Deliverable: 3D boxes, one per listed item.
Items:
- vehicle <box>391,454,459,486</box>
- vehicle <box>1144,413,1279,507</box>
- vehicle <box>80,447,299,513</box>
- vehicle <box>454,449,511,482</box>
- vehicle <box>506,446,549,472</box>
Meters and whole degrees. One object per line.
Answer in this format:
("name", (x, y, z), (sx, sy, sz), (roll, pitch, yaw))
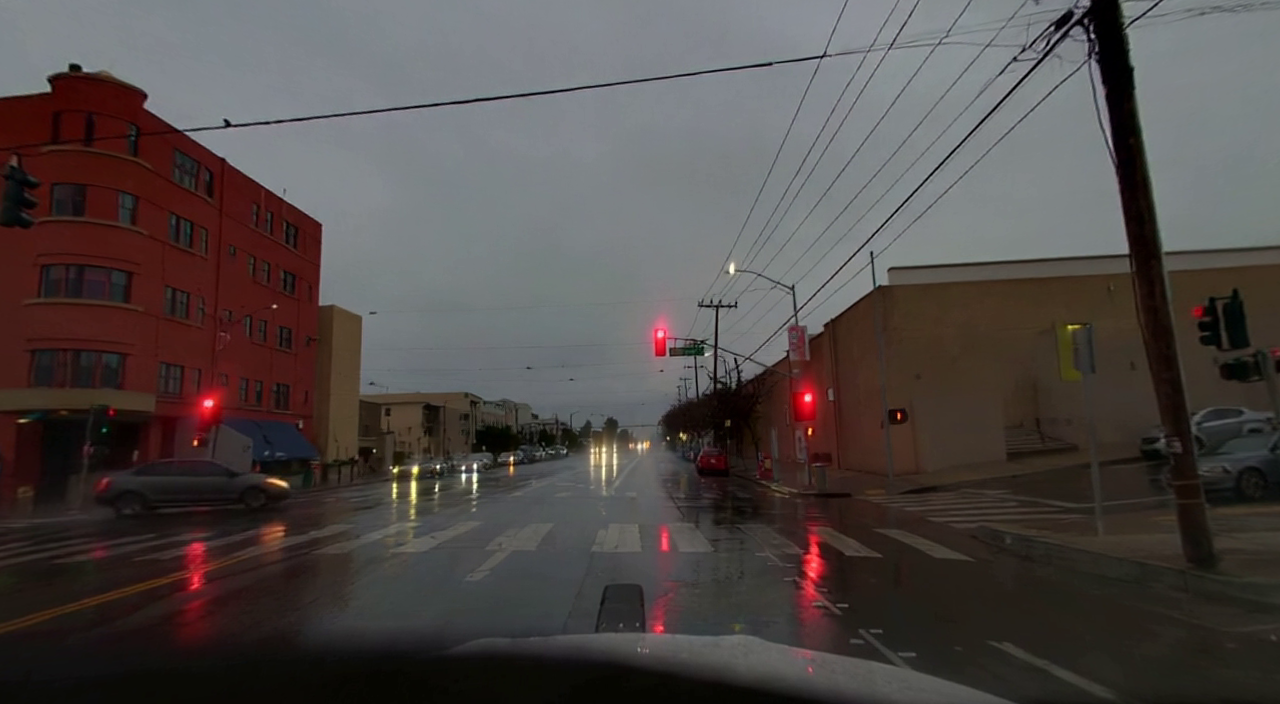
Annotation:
("vehicle", (-12.028, 6.605, 35.620), (1.943, 1.574, 4.727), (0, -9, 3))
("vehicle", (12.737, 2.167, 12.822), (3.234, 1.746, 1.941), (0, -9, -2))
("vehicle", (-12.480, 3.560, 17.888), (4.525, 1.650, 2.120), (4, -9, -20))
("vehicle", (-8.710, 6.313, 35.219), (2.020, 1.672, 3.842), (0, -9, 3))
("vehicle", (-8.197, 7.830, 46.298), (2.096, 1.830, 4.752), (0, -9, 2))
